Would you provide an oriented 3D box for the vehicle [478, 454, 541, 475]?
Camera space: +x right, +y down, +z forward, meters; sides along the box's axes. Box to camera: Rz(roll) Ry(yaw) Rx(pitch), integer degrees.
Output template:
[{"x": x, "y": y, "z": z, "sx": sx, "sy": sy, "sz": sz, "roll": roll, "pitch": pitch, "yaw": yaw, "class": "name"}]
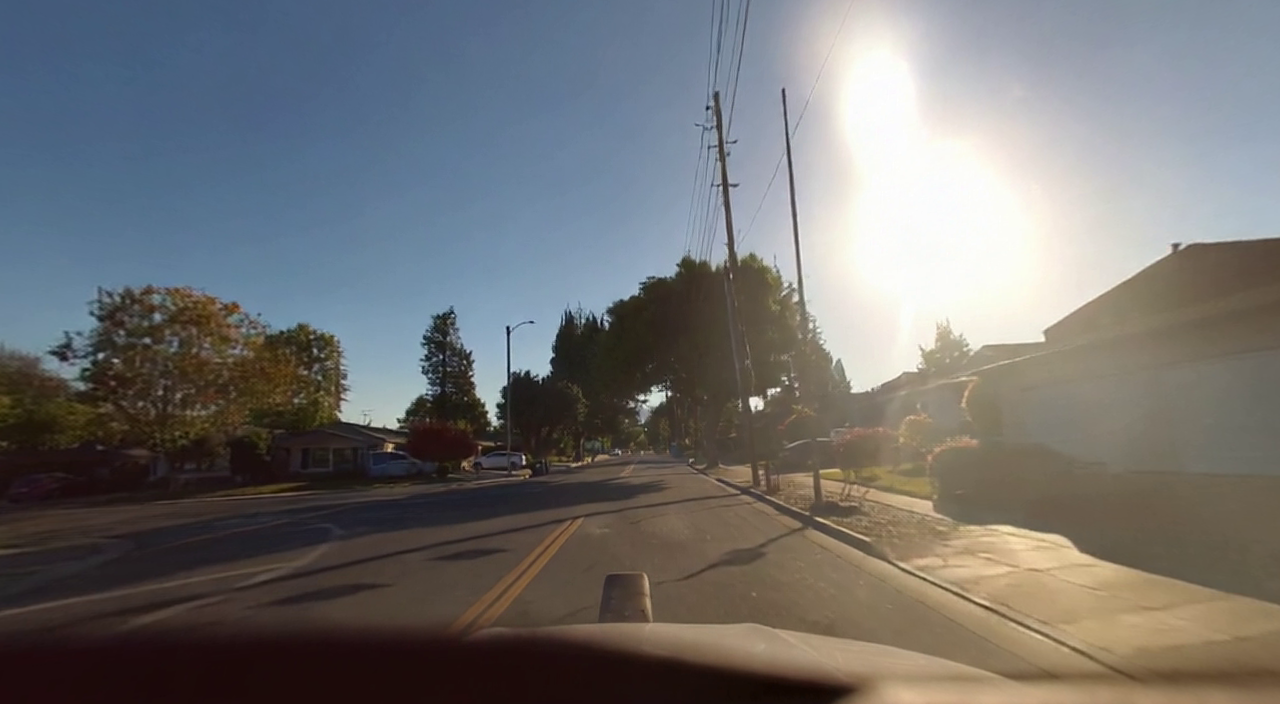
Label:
[{"x": -9.890, "y": 8.505, "z": 47.695, "sx": 4.293, "sy": 1.484, "sz": 1.981, "roll": 4, "pitch": -10, "yaw": -22, "class": "vehicle"}]
